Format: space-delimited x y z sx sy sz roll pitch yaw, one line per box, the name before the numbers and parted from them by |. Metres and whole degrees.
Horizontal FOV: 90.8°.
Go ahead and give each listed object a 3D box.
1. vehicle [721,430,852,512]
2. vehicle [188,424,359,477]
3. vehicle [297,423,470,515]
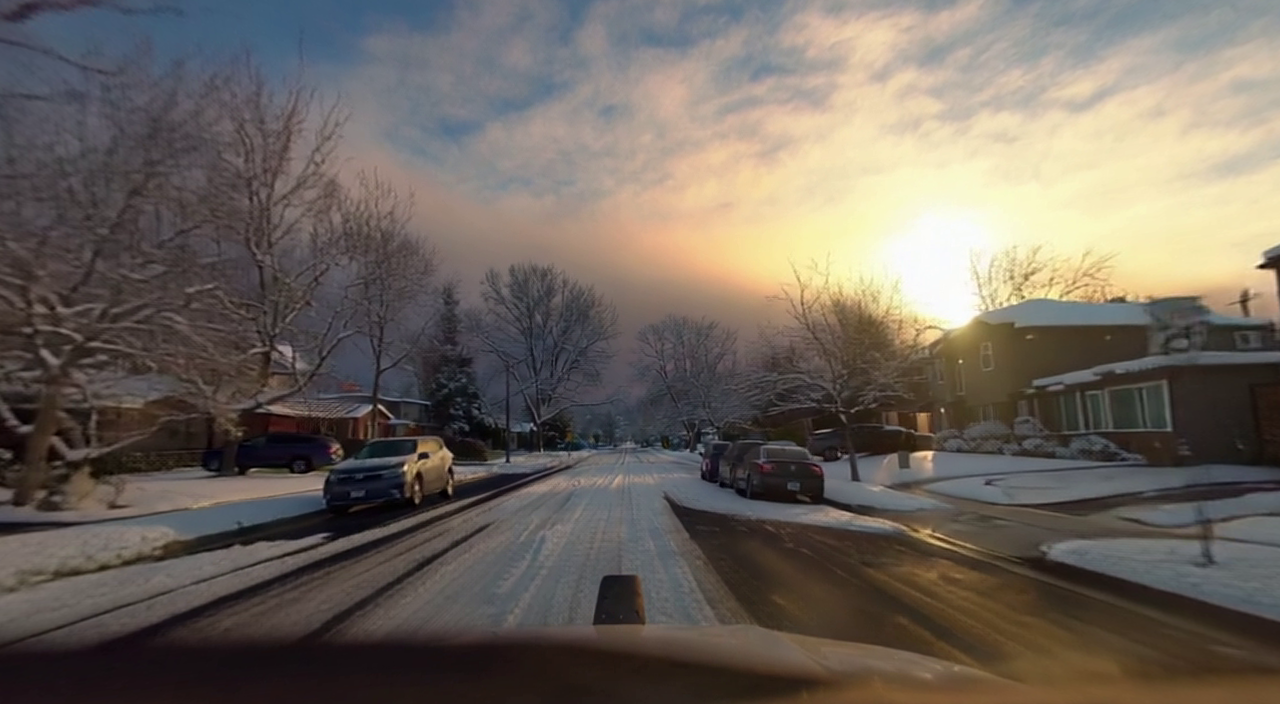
vehicle | 3.453 2.908 15.898 2.033 1.730 4.554 0 -9 -2
vehicle | -13.568 3.673 23.639 5.024 1.903 2.102 0 -9 1
vehicle | -6.363 2.996 16.664 2.322 1.949 5.695 -1 -9 -2
